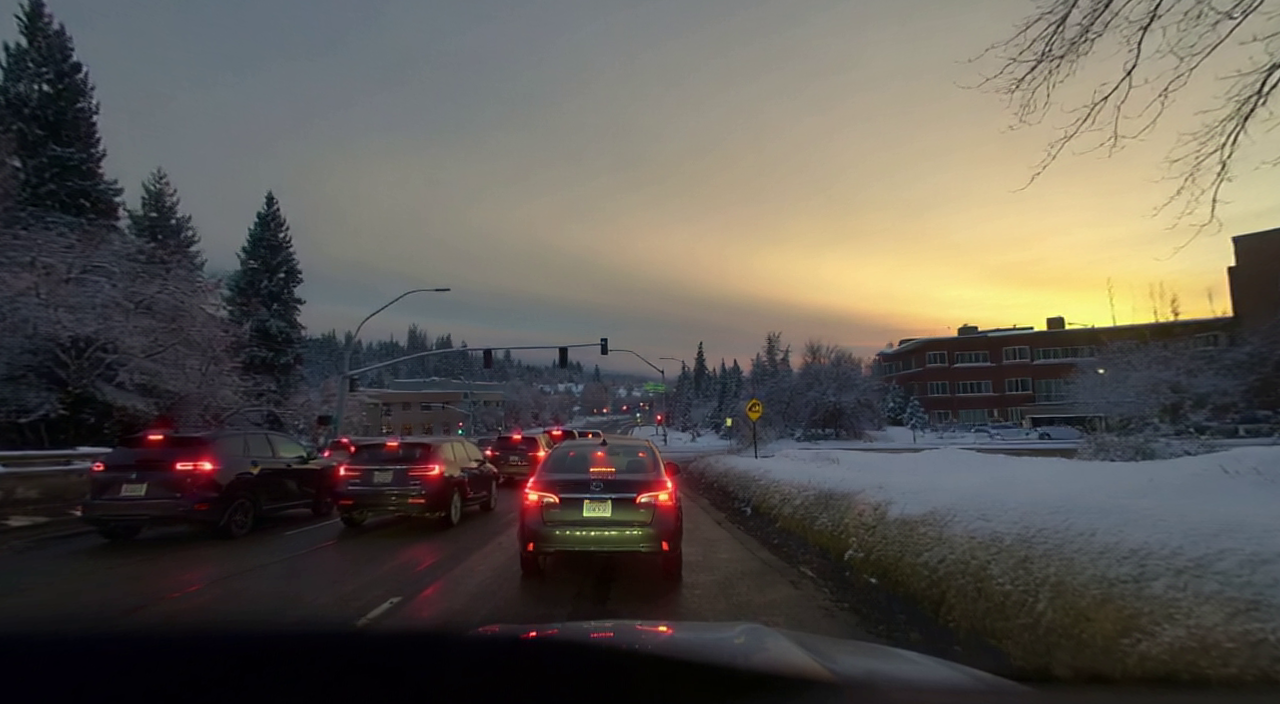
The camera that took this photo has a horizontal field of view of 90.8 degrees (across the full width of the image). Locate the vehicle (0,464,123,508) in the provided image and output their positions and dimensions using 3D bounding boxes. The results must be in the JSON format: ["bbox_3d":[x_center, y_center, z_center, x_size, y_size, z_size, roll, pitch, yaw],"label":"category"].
[{"bbox_3d":[-26.148,5.923,28.211,1.983,1.617,5.013,-2,-8,-1],"label":"vehicle"}]

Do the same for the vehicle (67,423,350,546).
[{"bbox_3d":[-7.342,2.272,11.472,2.068,1.784,4.224,0,-9,1],"label":"vehicle"}]

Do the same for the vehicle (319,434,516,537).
[{"bbox_3d":[-3.793,2.344,11.799,1.913,1.521,4.539,0,-9,1],"label":"vehicle"}]

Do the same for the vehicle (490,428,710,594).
[{"bbox_3d":[-0.384,1.803,8.002,2.066,1.544,3.954,0,-9,0],"label":"vehicle"}]
